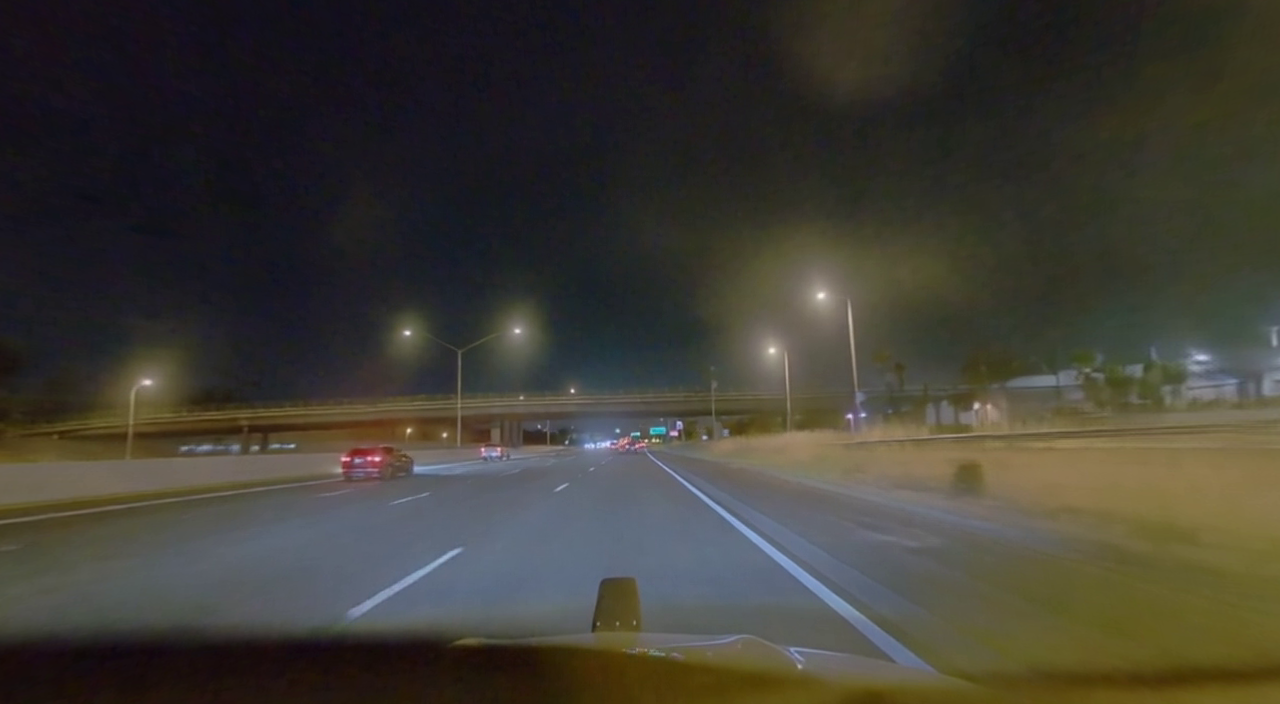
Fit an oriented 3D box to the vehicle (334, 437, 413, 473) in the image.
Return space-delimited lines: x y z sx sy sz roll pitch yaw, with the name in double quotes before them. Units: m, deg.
"vehicle" -14.422 5.600 34.591 2.049 1.792 5.177 0 -8 0
